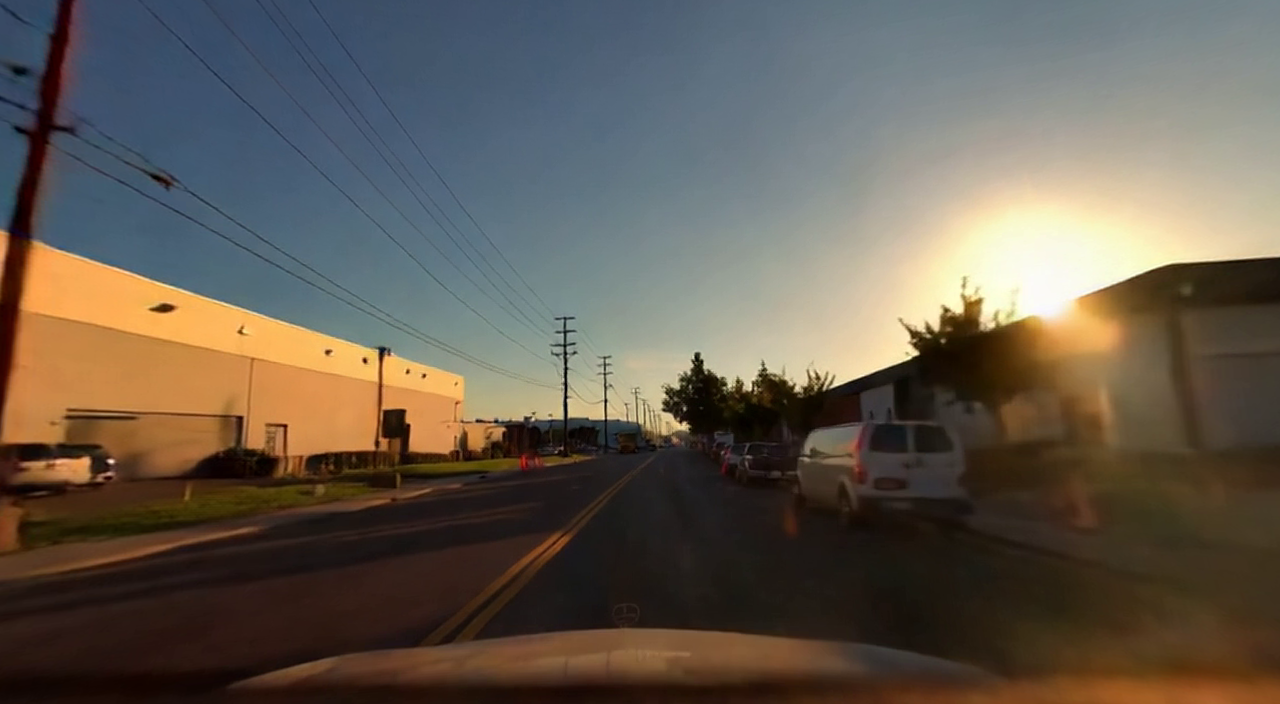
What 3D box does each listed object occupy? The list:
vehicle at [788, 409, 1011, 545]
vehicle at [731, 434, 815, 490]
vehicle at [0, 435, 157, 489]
[{"bbox_3d":[4.444,2.251,11.965,2.010,1.985,5.124,0,-9,0],"label":"vehicle"},{"bbox_3d":[4.664,3.964,23.077,2.009,1.776,5.440,0,-9,1],"label":"vehicle"},{"bbox_3d":[-20.167,3.828,22.251,1.917,1.679,4.727,-2,-9,12],"label":"vehicle"}]
